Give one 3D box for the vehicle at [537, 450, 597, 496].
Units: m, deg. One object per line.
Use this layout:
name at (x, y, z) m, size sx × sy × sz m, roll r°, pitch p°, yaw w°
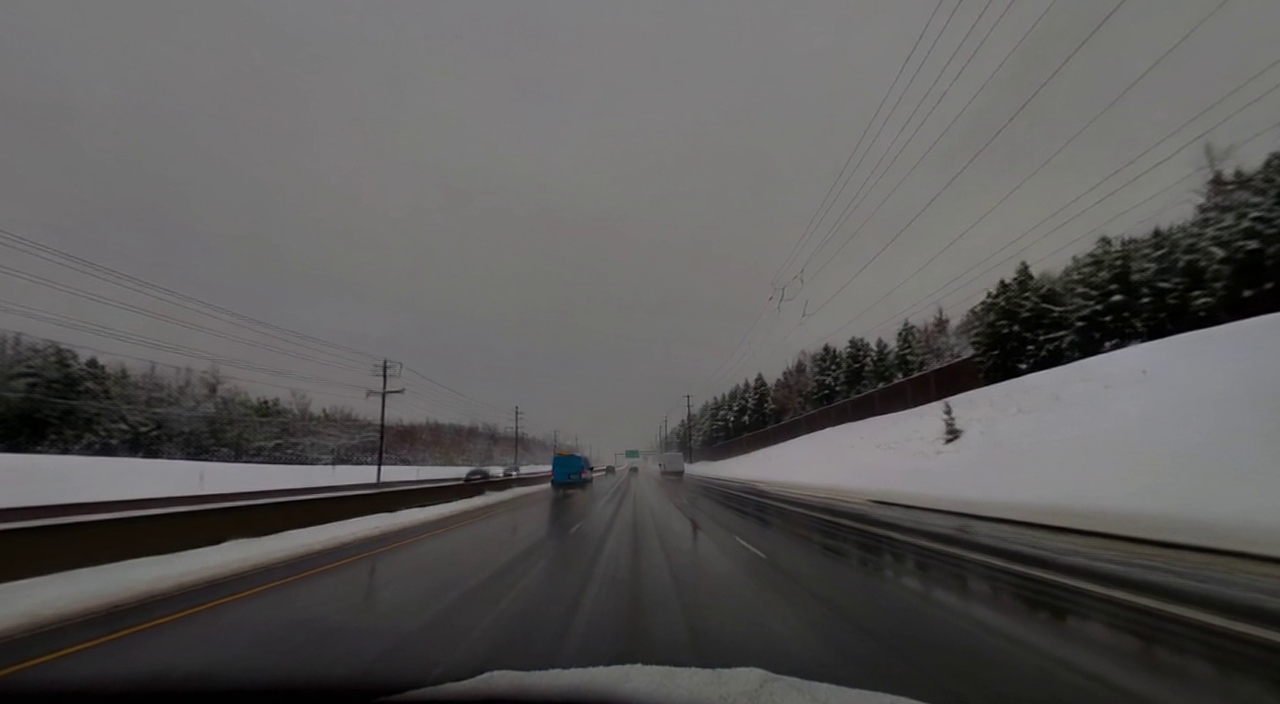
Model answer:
vehicle at (-3.422, 5.848, 30.502) m, size 2.324 × 2.008 × 4.654 m, roll 1°, pitch -11°, yaw 0°
